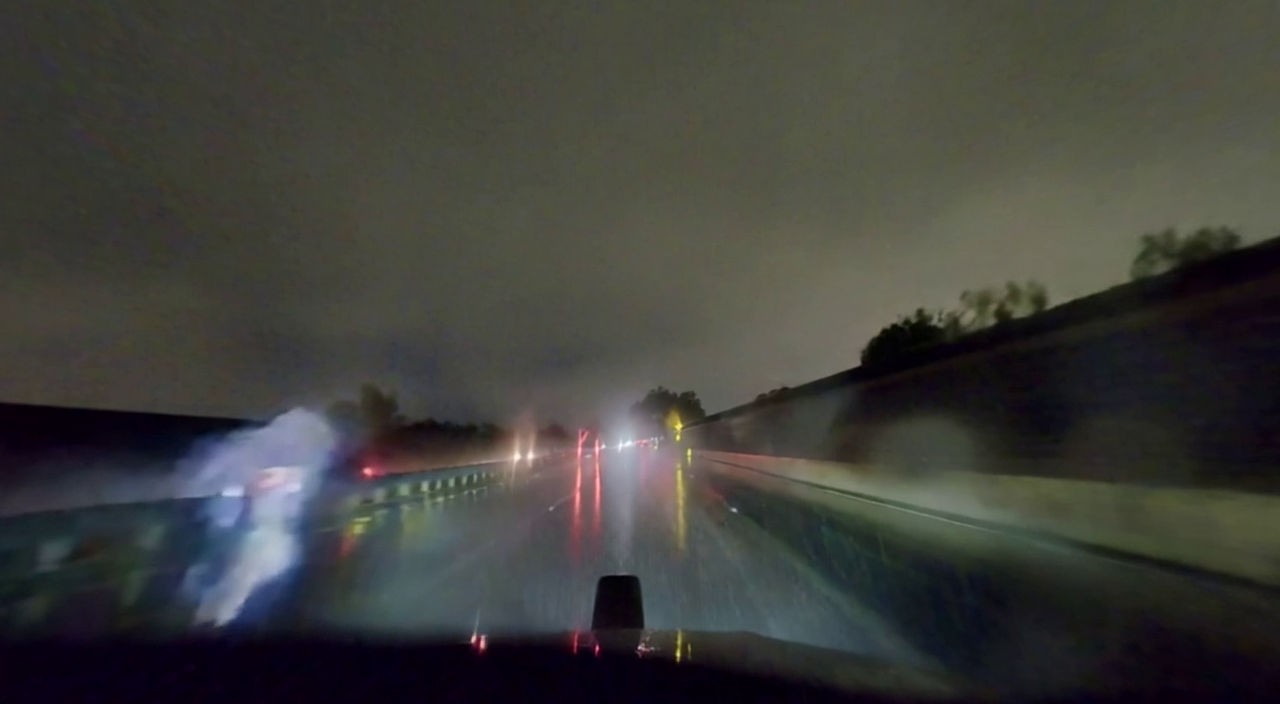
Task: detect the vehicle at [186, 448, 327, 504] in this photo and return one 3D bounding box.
[{"bbox_3d":[-12.603,4.081,21.077,1.937,1.655,4.304,0,-9,1],"label":"vehicle"}]

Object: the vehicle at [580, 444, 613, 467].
[{"bbox_3d":[-3.275,7.888,48.077,2.139,1.577,4.546,-2,-9,1],"label":"vehicle"}]
